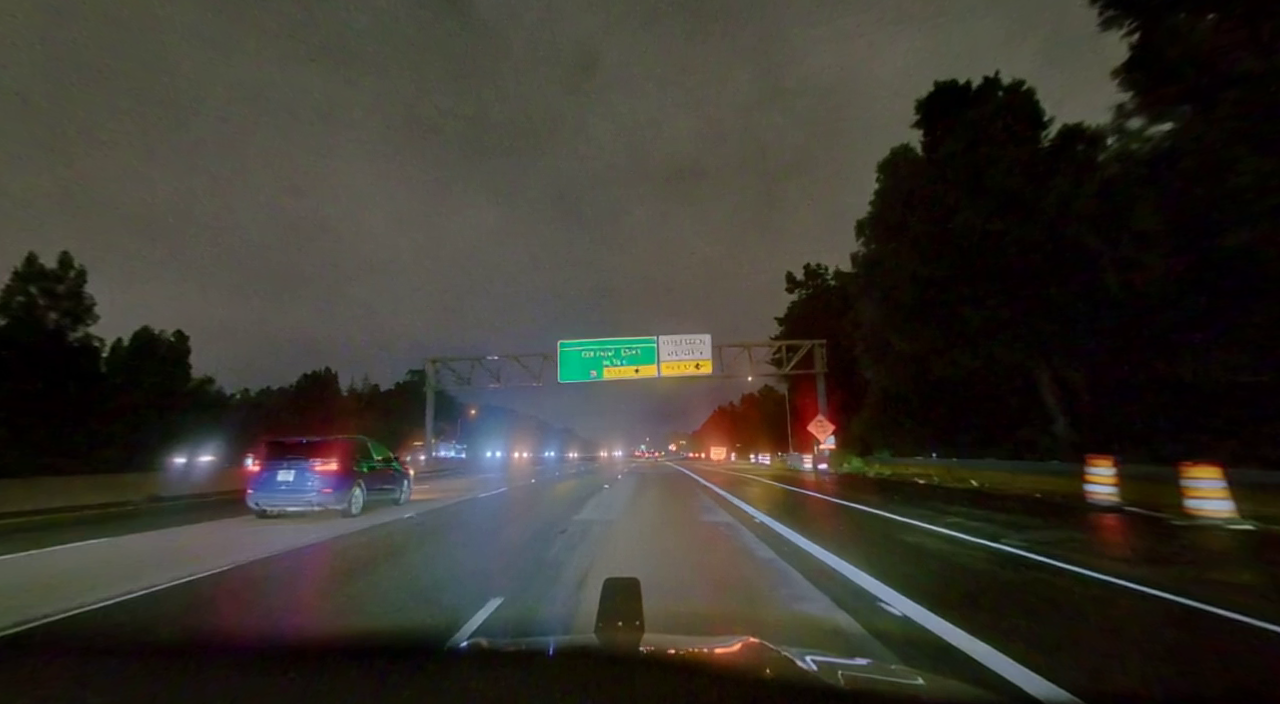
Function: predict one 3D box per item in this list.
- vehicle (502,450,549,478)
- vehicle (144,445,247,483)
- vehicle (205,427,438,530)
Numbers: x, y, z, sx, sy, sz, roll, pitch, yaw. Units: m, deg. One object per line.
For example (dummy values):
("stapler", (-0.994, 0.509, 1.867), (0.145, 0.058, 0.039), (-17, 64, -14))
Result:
("vehicle", (-6.571, 6.462, 36.588), (1.895, 1.506, 4.245), (0, -9, 1))
("vehicle", (-18.518, 4.652, 26.428), (1.634, 1.479, 3.579), (0, -9, 1))
("vehicle", (-6.195, 2.508, 13.102), (2.402, 1.733, 4.512), (0, -9, 1))
